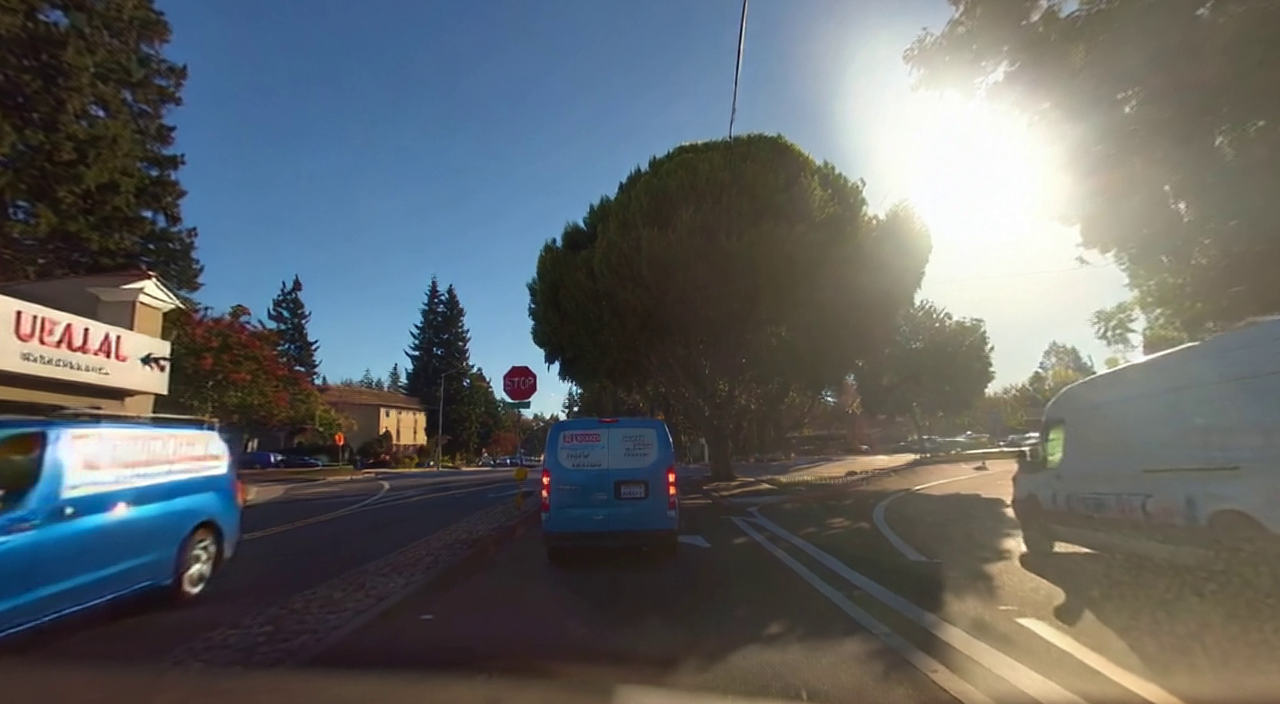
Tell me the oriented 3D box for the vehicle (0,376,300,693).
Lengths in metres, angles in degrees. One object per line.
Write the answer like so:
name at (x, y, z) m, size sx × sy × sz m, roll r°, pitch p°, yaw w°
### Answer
vehicle at (-4.572, 1.162, 4.511) m, size 1.985 × 1.710 × 4.651 m, roll 1°, pitch -9°, yaw -5°

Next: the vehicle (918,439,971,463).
vehicle at (22.184, 7.215, 45.959) m, size 1.985 × 1.659 × 4.512 m, roll -9°, pitch -12°, yaw 44°

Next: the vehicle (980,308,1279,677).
vehicle at (5.416, 1.148, 5.717) m, size 2.385 × 2.196 × 5.640 m, roll -2°, pitch -9°, yaw 10°

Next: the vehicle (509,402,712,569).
vehicle at (-0.256, 1.816, 9.321) m, size 2.237 × 1.828 × 4.546 m, roll 0°, pitch -9°, yaw 2°
